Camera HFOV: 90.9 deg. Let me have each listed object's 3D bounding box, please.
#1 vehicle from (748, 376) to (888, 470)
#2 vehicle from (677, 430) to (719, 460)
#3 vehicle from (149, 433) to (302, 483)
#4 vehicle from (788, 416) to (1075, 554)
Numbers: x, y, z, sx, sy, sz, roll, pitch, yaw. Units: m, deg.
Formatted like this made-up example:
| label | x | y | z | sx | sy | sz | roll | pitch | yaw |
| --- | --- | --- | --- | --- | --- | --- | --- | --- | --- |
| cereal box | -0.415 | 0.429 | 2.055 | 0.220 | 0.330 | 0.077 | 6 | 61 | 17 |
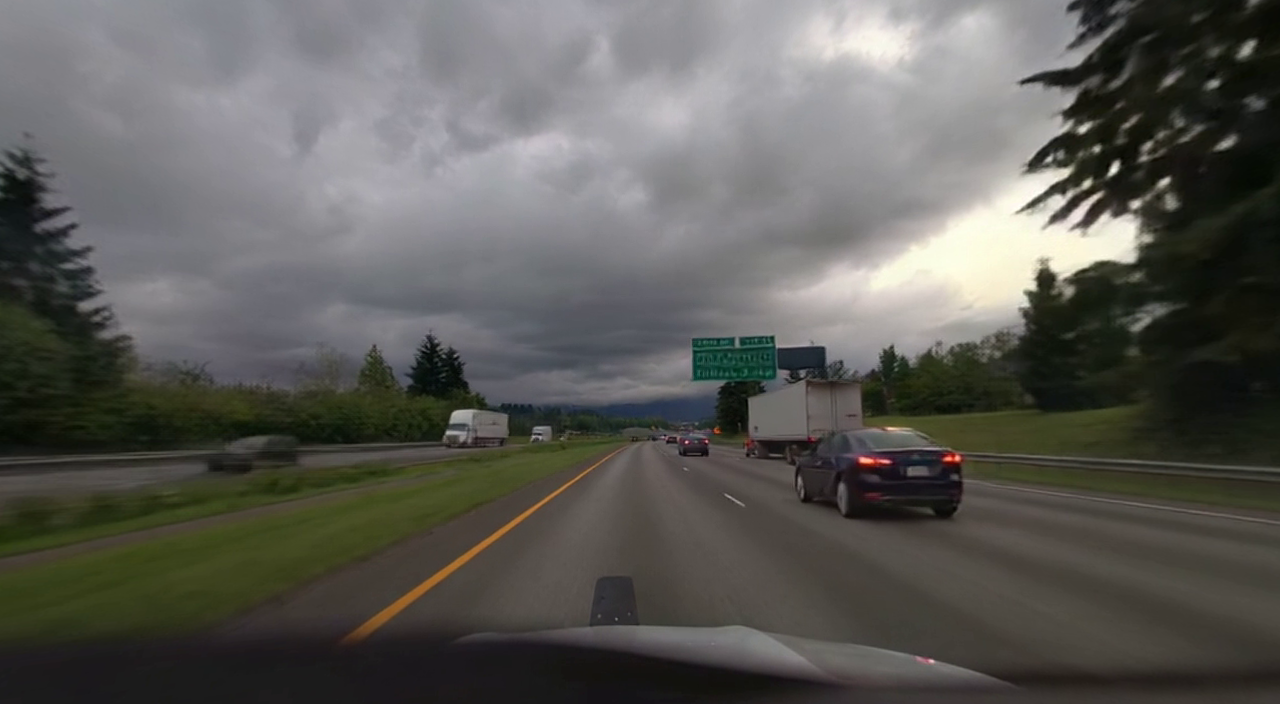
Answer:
| label | x | y | z | sx | sy | sz | roll | pitch | yaw |
| --- | --- | --- | --- | --- | --- | --- | --- | --- | --- |
| vehicle | 9.062 | 4.060 | 34.856 | 3.440 | 4.093 | 13.944 | 0 | -8 | -1 |
| vehicle | 3.424 | 5.617 | 38.088 | 2.011 | 1.672 | 4.415 | 0 | -8 | -2 |
| vehicle | -13.536 | 3.459 | 21.012 | 1.889 | 1.459 | 4.751 | 0 | -8 | 0 |
| vehicle | 3.793 | 1.790 | 9.332 | 1.986 | 1.501 | 4.529 | 0 | -8 | -2 |
